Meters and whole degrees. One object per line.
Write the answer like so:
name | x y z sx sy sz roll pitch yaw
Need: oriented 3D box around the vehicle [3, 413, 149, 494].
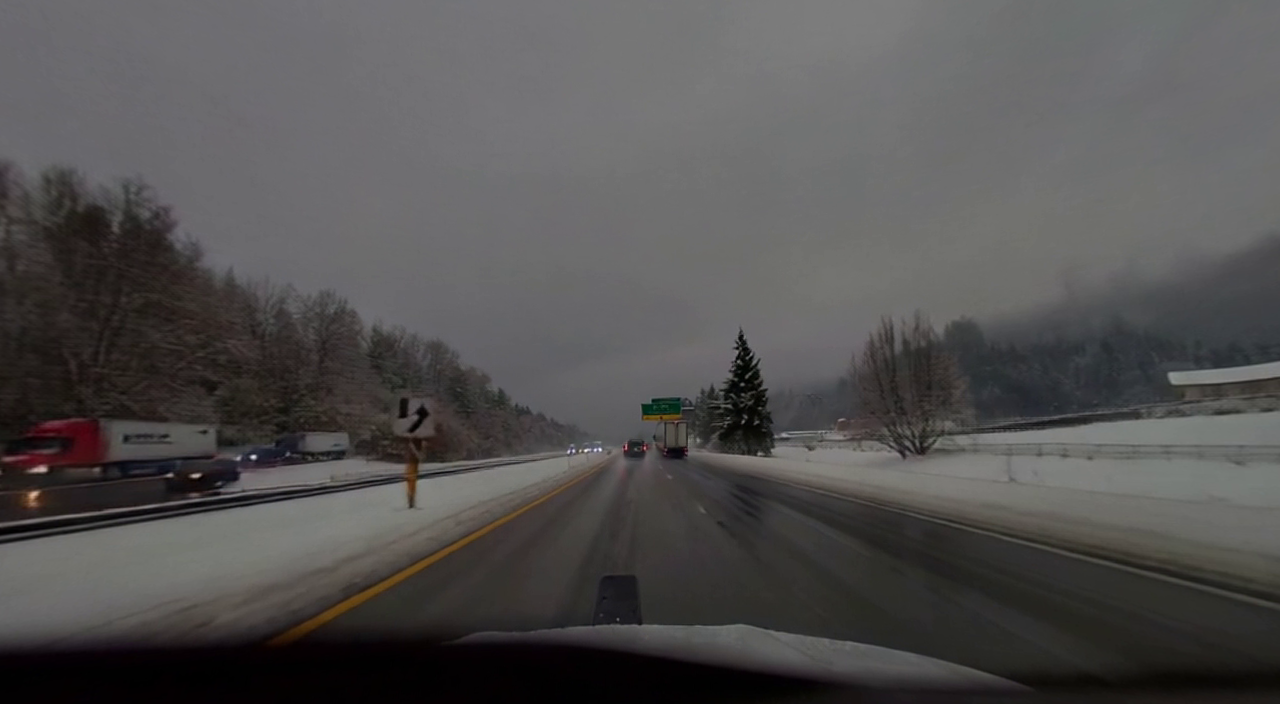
vehicle | -31.497 5.685 35.469 3.075 4.089 6.338 1 -9 -12

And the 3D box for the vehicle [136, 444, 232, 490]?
vehicle | -28.616 7.187 39.669 2.351 2.578 6.157 1 -9 -11
